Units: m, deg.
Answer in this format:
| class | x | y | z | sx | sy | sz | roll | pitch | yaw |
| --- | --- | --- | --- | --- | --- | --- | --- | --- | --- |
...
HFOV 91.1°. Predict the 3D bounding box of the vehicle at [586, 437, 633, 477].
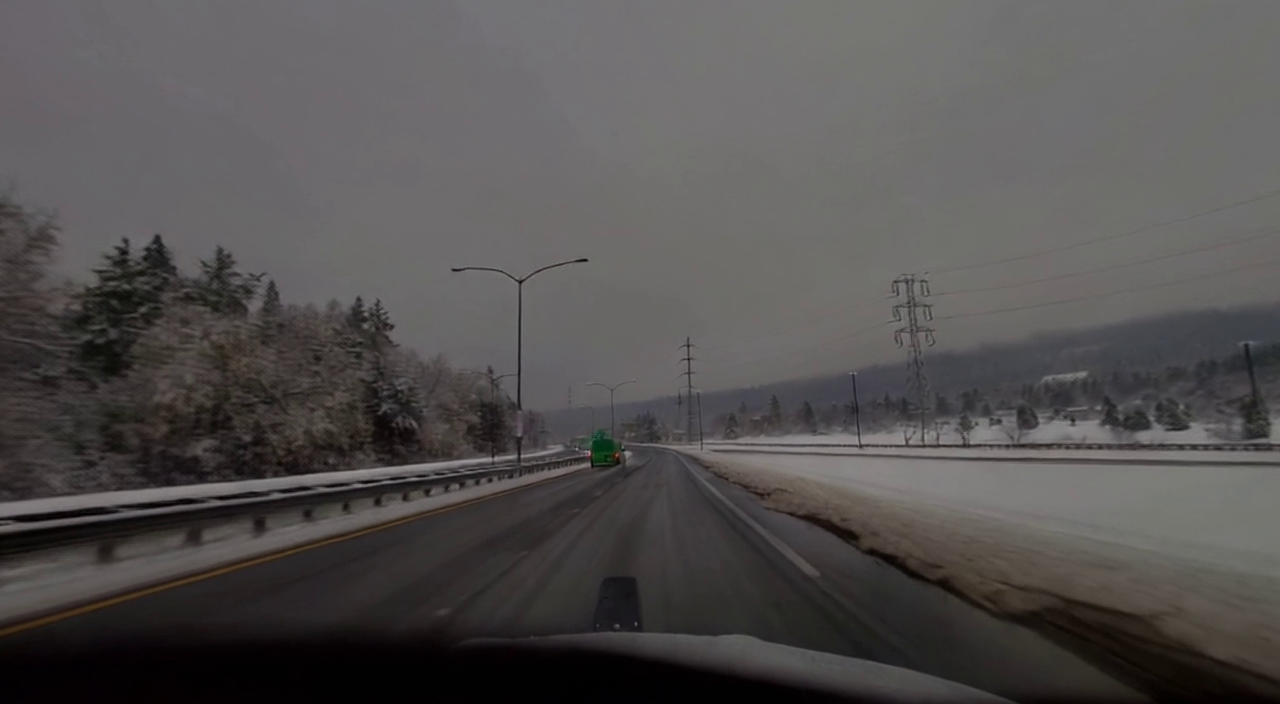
| class | x | y | z | sx | sy | sz | roll | pitch | yaw |
| --- | --- | --- | --- | --- | --- | --- | --- | --- | --- |
| vehicle | -1.660 | 5.906 | 35.489 | 2.270 | 2.023 | 4.632 | -1 | -9 | 2 |
